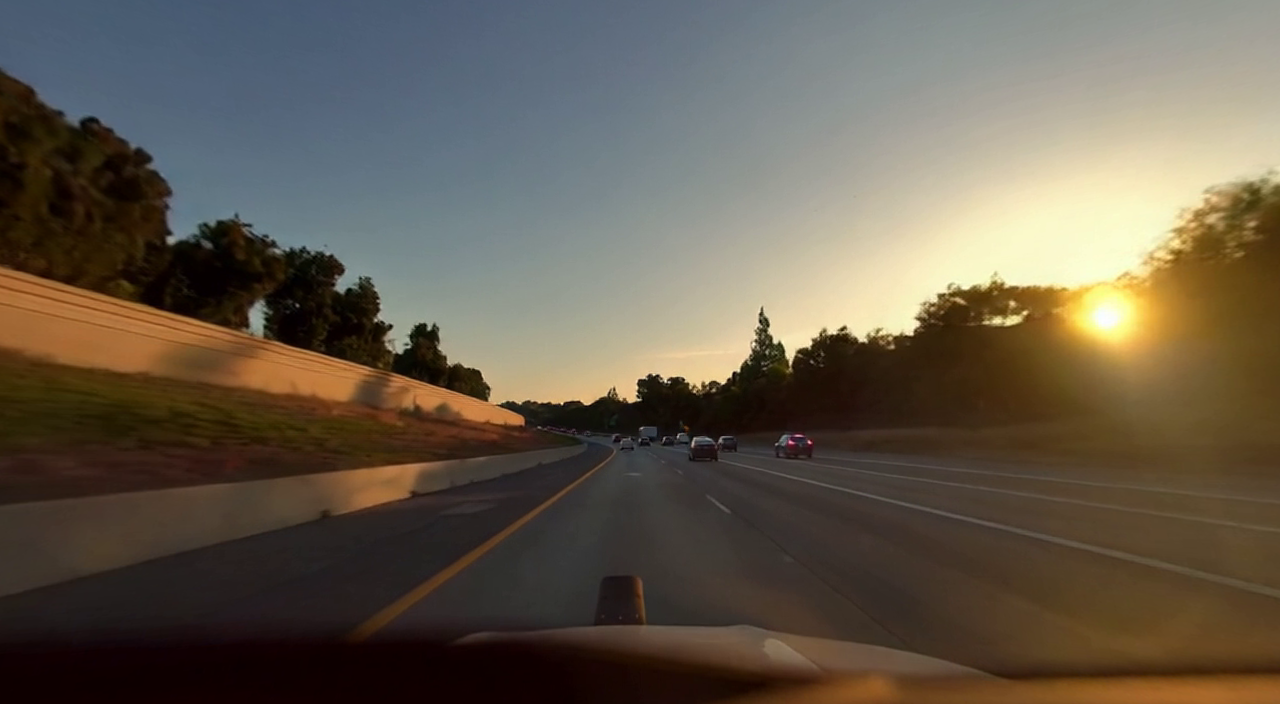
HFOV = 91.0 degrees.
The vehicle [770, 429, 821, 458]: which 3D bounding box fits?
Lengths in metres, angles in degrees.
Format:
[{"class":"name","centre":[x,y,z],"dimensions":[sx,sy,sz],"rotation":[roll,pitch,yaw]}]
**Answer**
[{"class":"vehicle","centre":[10.133,6.028,41.437],"dimensions":[2.077,1.763,4.472],"rotation":[0,-8,-2]}]
